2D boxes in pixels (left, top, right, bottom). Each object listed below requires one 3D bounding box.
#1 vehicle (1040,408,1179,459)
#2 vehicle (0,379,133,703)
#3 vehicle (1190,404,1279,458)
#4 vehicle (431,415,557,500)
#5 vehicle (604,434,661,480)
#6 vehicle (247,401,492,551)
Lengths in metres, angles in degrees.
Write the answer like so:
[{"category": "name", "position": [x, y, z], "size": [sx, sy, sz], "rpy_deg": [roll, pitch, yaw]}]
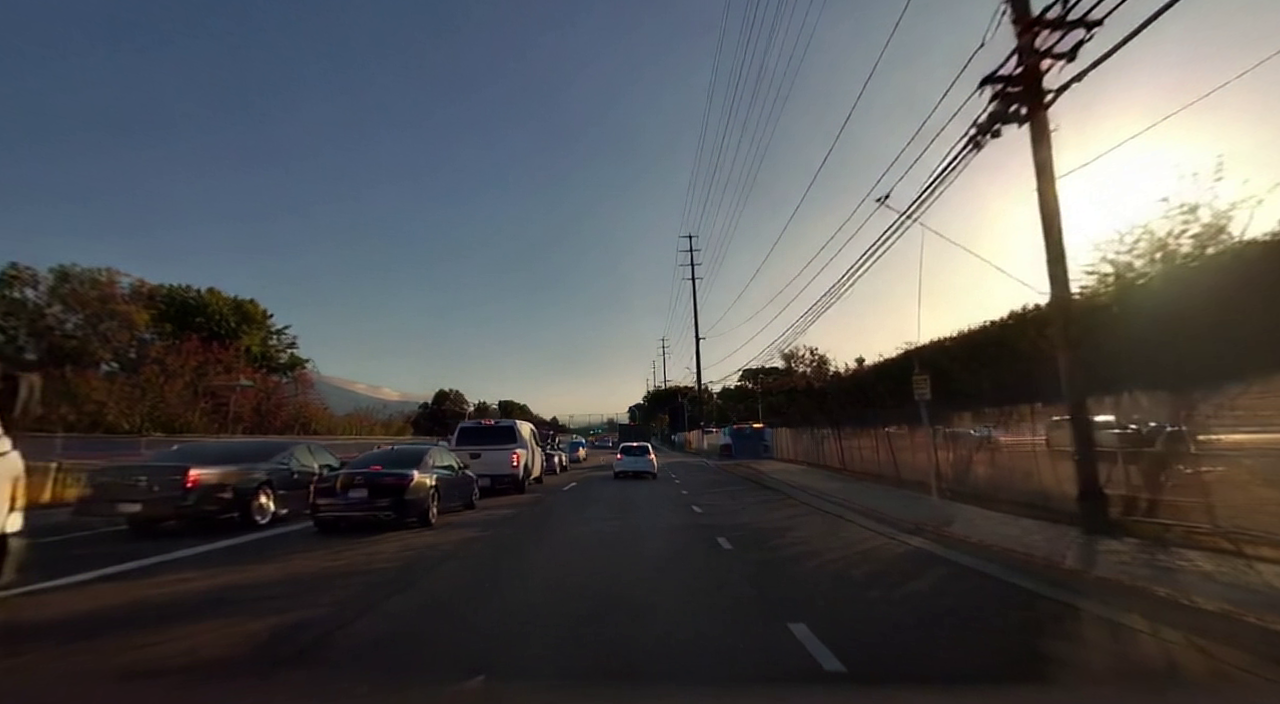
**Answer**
[{"category": "vehicle", "position": [32.778, 5.772, 44.167], "size": [7.142, 3.385, 2.919], "rpy_deg": [0, -10, 2]}, {"category": "vehicle", "position": [-3.946, 0.728, 1.379], "size": [2.014, 1.637, 4.382], "rpy_deg": [0, -8, -1]}, {"category": "vehicle", "position": [40.585, 4.943, 40.384], "size": [7.613, 2.990, 2.868], "rpy_deg": [-5, -8, -2]}, {"category": "vehicle", "position": [-3.865, 2.937, 17.932], "size": [2.254, 1.996, 5.685], "rpy_deg": [0, -8, 0]}, {"category": "vehicle", "position": [-0.273, 4.111, 24.931], "size": [2.055, 1.671, 4.147], "rpy_deg": [0, -8, 0]}, {"category": "vehicle", "position": [-3.935, 1.890, 10.262], "size": [1.956, 1.865, 4.624], "rpy_deg": [0, -8, -1]}]
